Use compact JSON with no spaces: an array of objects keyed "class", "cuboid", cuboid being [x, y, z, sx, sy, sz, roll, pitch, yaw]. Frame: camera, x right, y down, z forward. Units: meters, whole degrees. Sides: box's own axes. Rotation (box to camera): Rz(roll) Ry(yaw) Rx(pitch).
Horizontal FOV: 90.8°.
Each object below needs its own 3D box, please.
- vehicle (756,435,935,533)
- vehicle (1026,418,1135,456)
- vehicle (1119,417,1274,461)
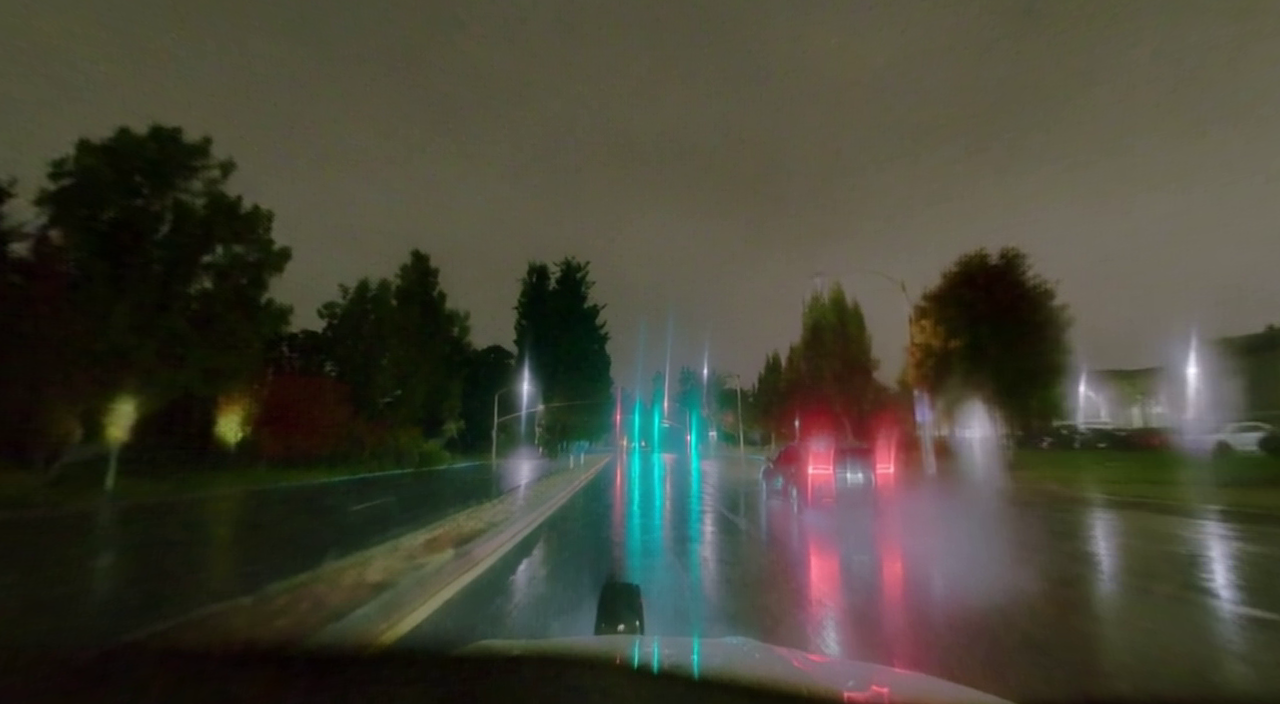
[{"class":"vehicle","cuboid":[3.524,2.346,11.745,1.852,1.453,4.083,0,-9,-2]},{"class":"vehicle","cuboid":[25.683,4.975,36.951,4.733,2.074,2.022,0,-9,-1]},{"class":"vehicle","cuboid":[24.807,3.927,28.335,4.672,1.810,2.367,0,-9,-1]}]
